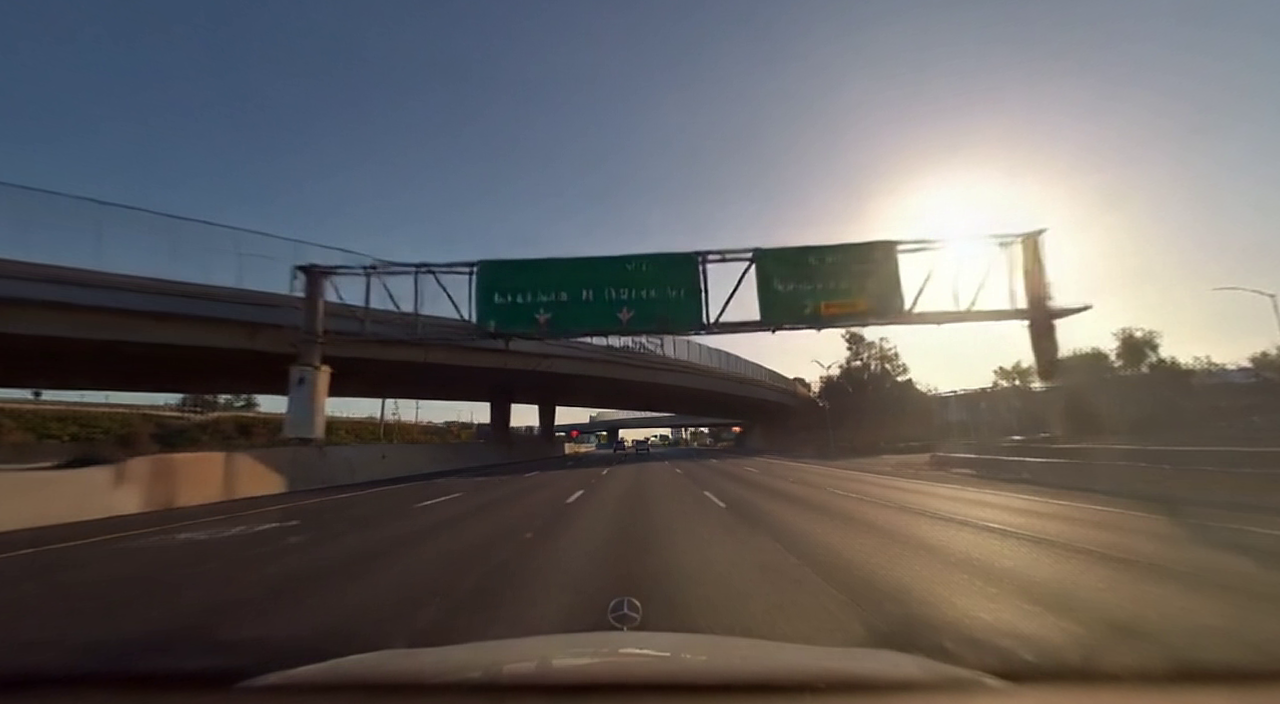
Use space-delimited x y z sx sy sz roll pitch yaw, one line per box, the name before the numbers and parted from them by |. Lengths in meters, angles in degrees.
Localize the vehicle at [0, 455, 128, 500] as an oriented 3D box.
vehicle | -21.935 4.601 23.445 1.876 1.404 4.678 -1 -8 0
